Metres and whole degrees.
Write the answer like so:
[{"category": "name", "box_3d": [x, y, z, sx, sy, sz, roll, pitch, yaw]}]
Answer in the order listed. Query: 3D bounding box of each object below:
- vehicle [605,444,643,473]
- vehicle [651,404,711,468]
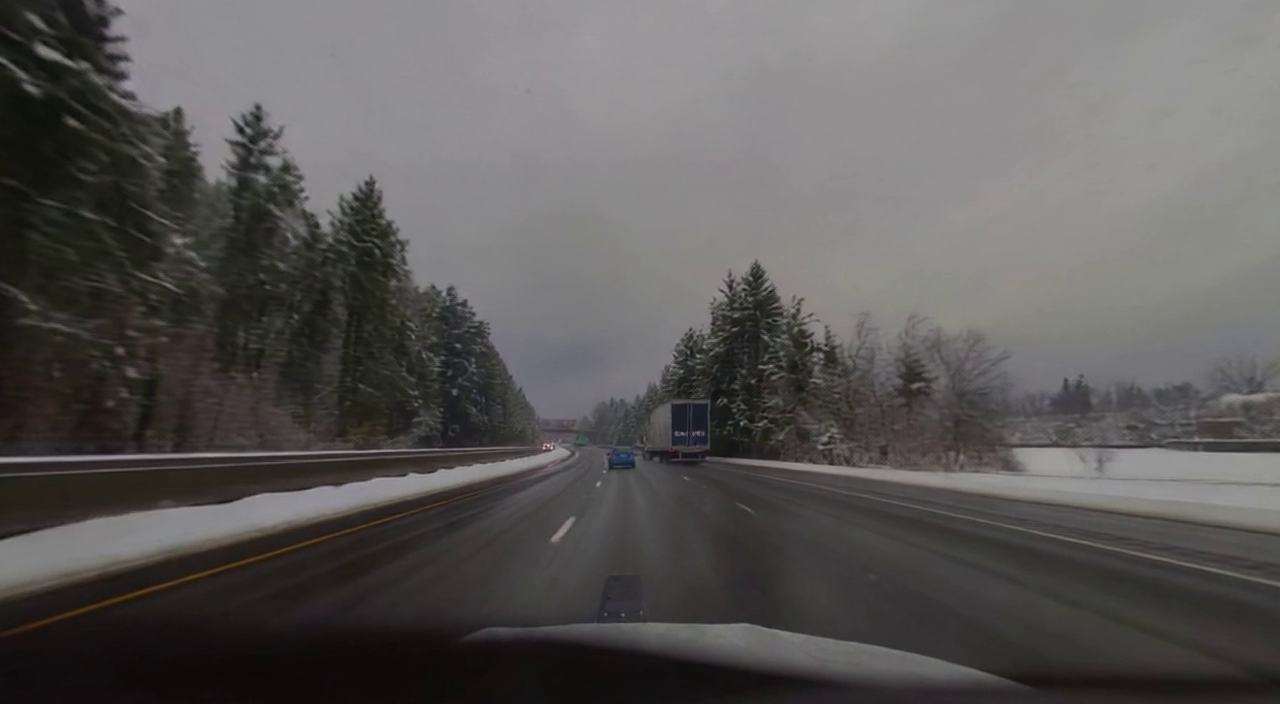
[{"category": "vehicle", "box_3d": [-0.867, 5.663, 33.631, 1.913, 1.460, 3.610, 0, -9, -2]}, {"category": "vehicle", "box_3d": [2.719, 6.360, 46.772, 2.951, 4.012, 14.203, 0, -9, -2]}]
